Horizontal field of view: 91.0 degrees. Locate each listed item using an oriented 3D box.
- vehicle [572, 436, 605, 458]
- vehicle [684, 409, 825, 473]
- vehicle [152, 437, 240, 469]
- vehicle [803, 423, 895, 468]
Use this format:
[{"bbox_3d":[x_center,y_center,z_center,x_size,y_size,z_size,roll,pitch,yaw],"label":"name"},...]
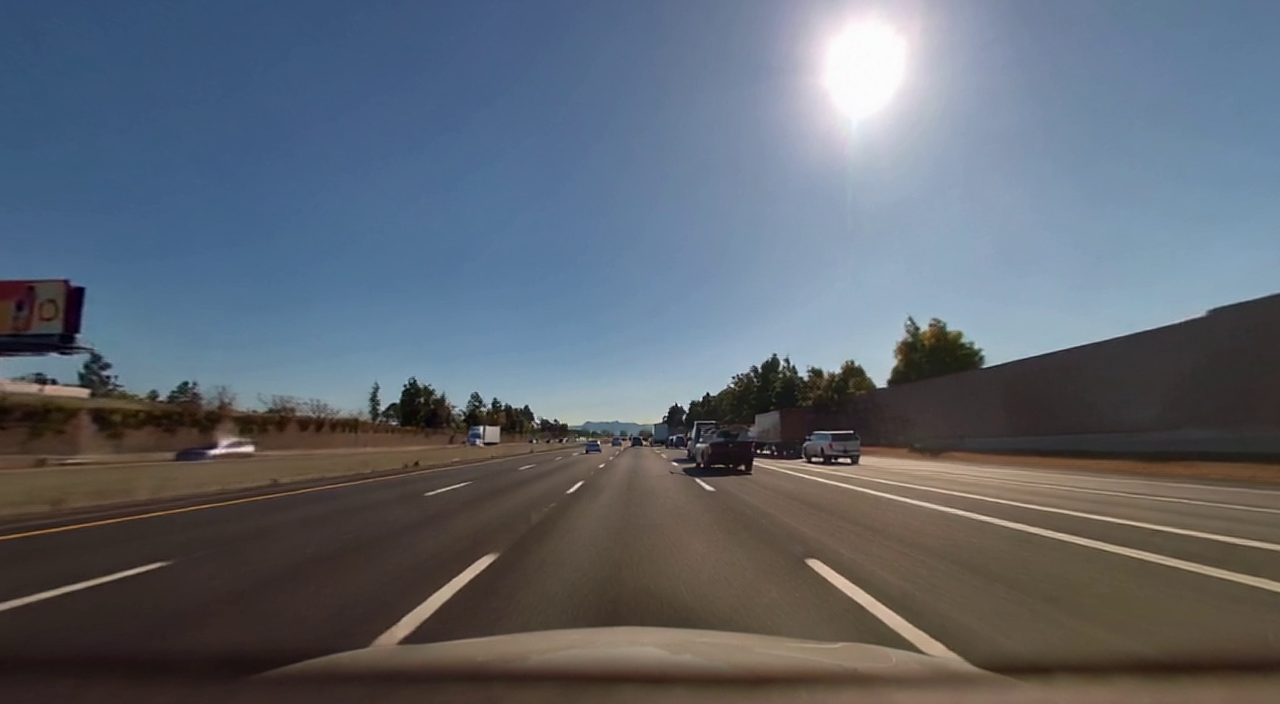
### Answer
[{"bbox_3d":[-3.748,7.008,46.497,2.066,1.500,4.415,0,-8,0],"label":"vehicle"},{"bbox_3d":[4.123,3.860,26.955,3.042,2.004,14.051,0,-8,-2],"label":"vehicle"},{"bbox_3d":[-21.172,4.831,30.183,1.642,1.401,3.479,-1,-8,1],"label":"vehicle"},{"bbox_3d":[9.451,4.303,29.008,2.184,1.873,5.466,0,-8,-2],"label":"vehicle"}]
